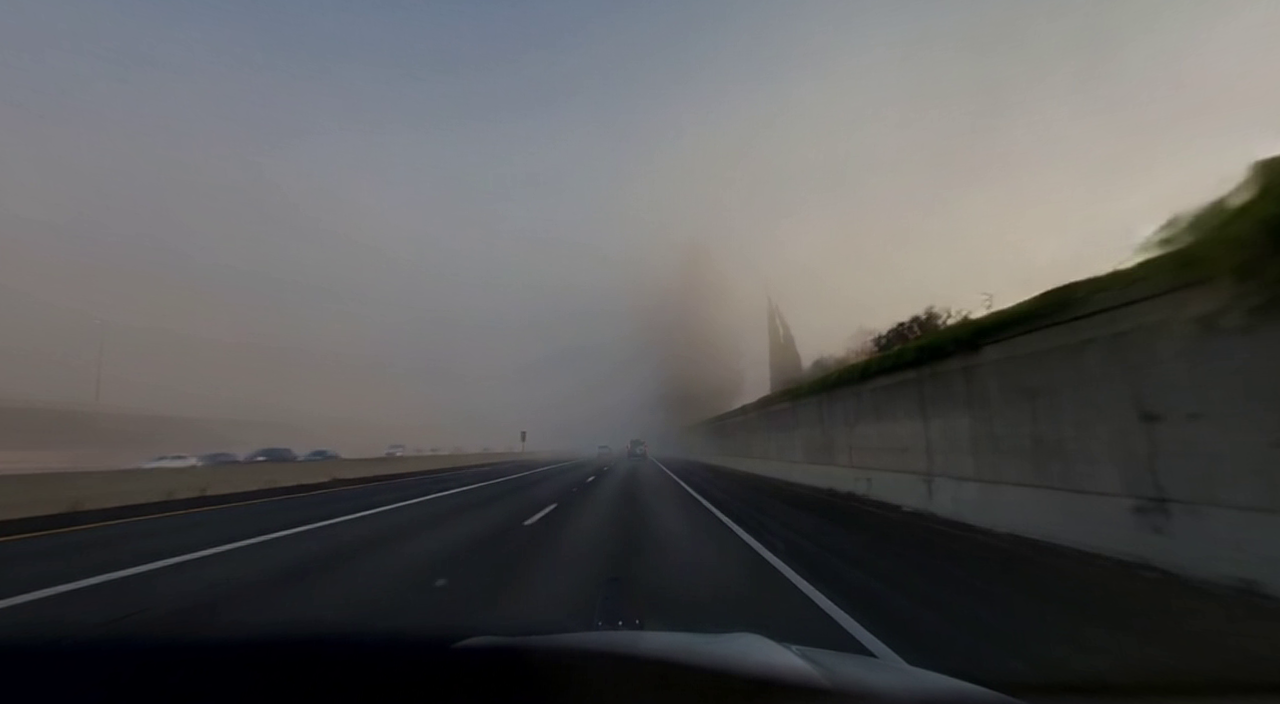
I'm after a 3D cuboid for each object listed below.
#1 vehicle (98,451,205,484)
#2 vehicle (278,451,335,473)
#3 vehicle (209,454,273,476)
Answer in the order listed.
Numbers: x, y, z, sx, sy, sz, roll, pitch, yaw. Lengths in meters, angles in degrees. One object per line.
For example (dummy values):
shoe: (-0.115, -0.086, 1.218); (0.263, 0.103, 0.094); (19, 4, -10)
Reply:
vehicle: (-26.162, 6.175, 33.994); (1.976, 1.615, 4.634); (0, -9, 1)
vehicle: (-25.729, 8.471, 48.712); (1.878, 1.536, 4.552); (0, -9, 1)
vehicle: (-29.414, 8.329, 46.578); (1.867, 1.544, 4.351); (0, -9, 0)
